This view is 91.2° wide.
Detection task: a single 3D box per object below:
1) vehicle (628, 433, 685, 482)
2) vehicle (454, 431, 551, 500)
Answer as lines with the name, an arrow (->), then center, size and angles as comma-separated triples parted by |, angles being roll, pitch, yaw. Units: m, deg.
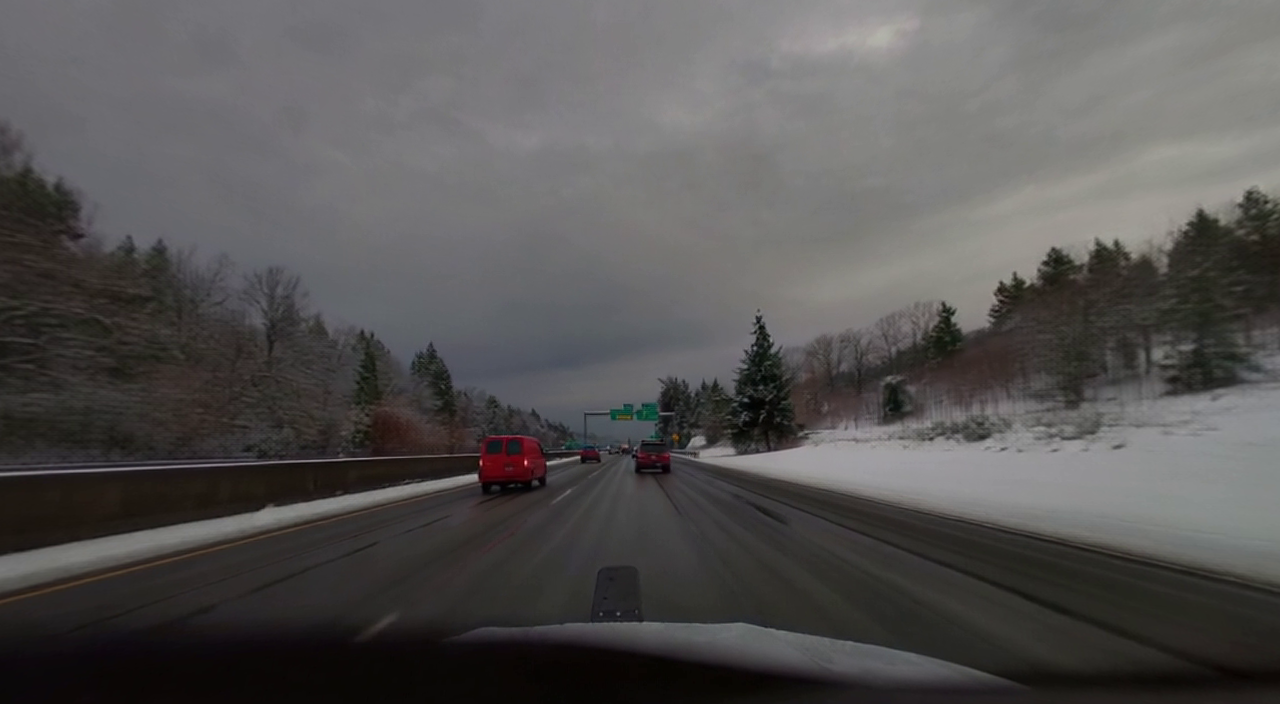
vehicle -> 0.609, 4.555, 27.248 | 2.179, 1.930, 4.538 | 0, -9, -2
vehicle -> -3.904, 3.303, 18.560 | 2.021, 1.790, 3.907 | 0, -9, -1
